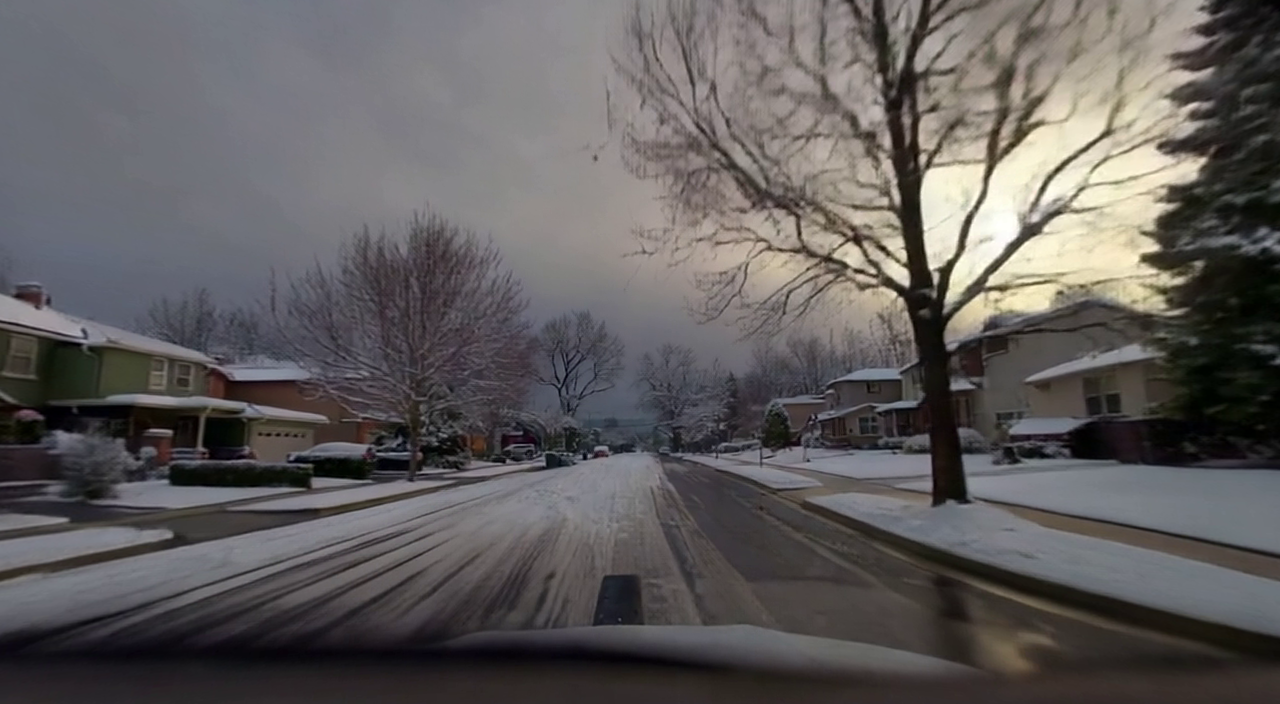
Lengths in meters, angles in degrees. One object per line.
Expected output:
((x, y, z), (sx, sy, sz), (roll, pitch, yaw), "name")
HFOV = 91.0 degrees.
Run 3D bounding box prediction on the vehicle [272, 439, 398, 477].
((-14.092, 4.898, 29.259), (4.850, 1.676, 1.920), (-1, -9, 3), "vehicle")
